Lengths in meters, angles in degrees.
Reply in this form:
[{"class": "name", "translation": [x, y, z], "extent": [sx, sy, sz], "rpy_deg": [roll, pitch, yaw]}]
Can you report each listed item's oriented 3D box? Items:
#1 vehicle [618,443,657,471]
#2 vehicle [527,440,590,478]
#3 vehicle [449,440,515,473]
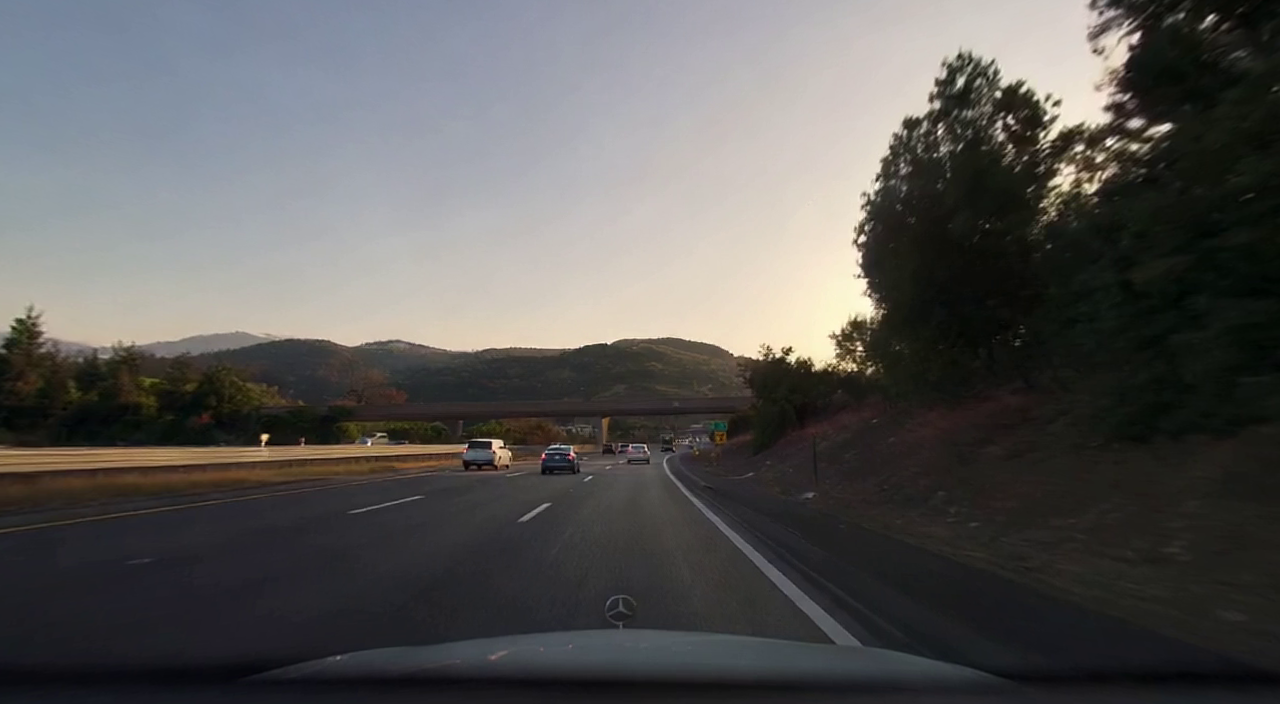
[{"class": "vehicle", "translation": [-0.120, 6.085, 36.605], "extent": [2.129, 1.502, 4.321], "rpy_deg": [0, -9, 1]}, {"class": "vehicle", "translation": [-3.617, 4.857, 28.794], "extent": [2.129, 1.563, 4.387], "rpy_deg": [0, -9, 2]}, {"class": "vehicle", "translation": [-7.788, 5.209, 31.516], "extent": [2.002, 1.543, 4.466], "rpy_deg": [0, -9, 2]}]
